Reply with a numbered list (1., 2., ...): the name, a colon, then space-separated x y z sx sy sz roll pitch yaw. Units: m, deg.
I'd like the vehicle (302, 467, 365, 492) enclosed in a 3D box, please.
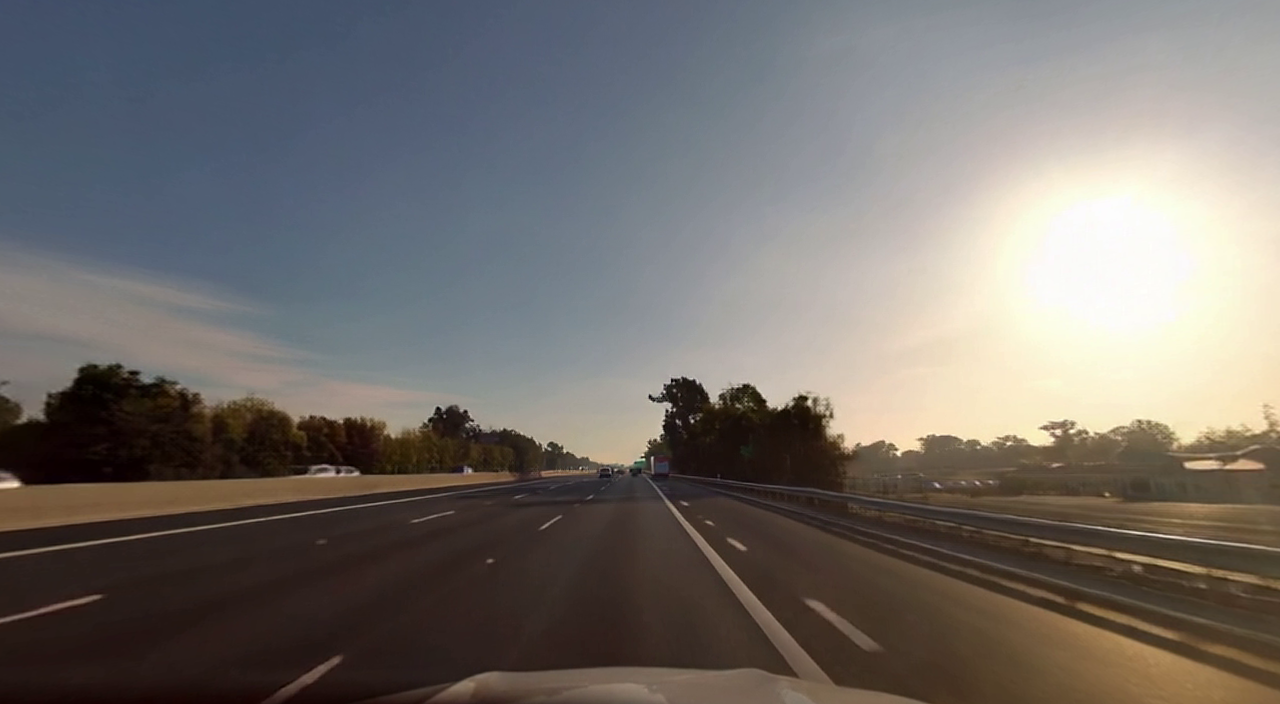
1. vehicle: -19.539 8.132 40.394 1.850 1.447 4.317 1 -10 0
